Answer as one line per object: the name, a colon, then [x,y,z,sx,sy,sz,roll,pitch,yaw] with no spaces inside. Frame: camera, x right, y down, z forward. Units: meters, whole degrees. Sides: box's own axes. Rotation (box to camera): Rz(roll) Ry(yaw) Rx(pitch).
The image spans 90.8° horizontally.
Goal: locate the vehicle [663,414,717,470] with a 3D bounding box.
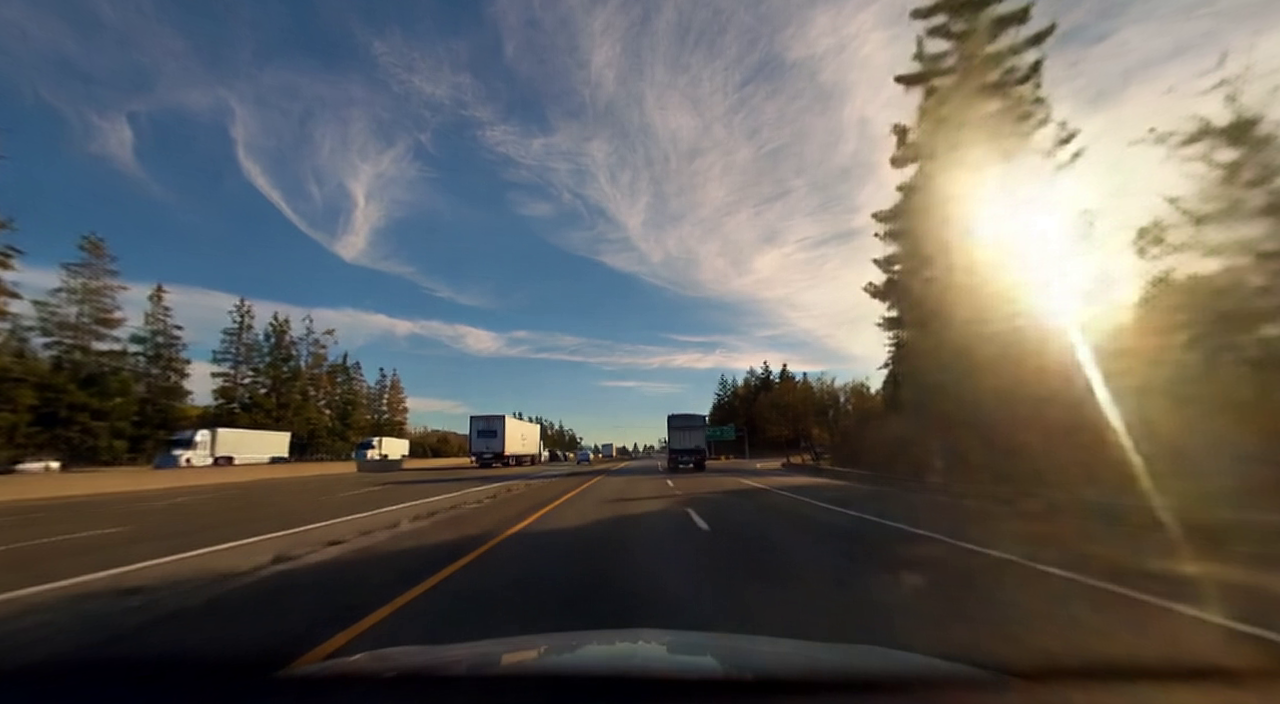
vehicle: [3.476,6.895,47.692,2.928,3.595,13.975,0,-9,0]
